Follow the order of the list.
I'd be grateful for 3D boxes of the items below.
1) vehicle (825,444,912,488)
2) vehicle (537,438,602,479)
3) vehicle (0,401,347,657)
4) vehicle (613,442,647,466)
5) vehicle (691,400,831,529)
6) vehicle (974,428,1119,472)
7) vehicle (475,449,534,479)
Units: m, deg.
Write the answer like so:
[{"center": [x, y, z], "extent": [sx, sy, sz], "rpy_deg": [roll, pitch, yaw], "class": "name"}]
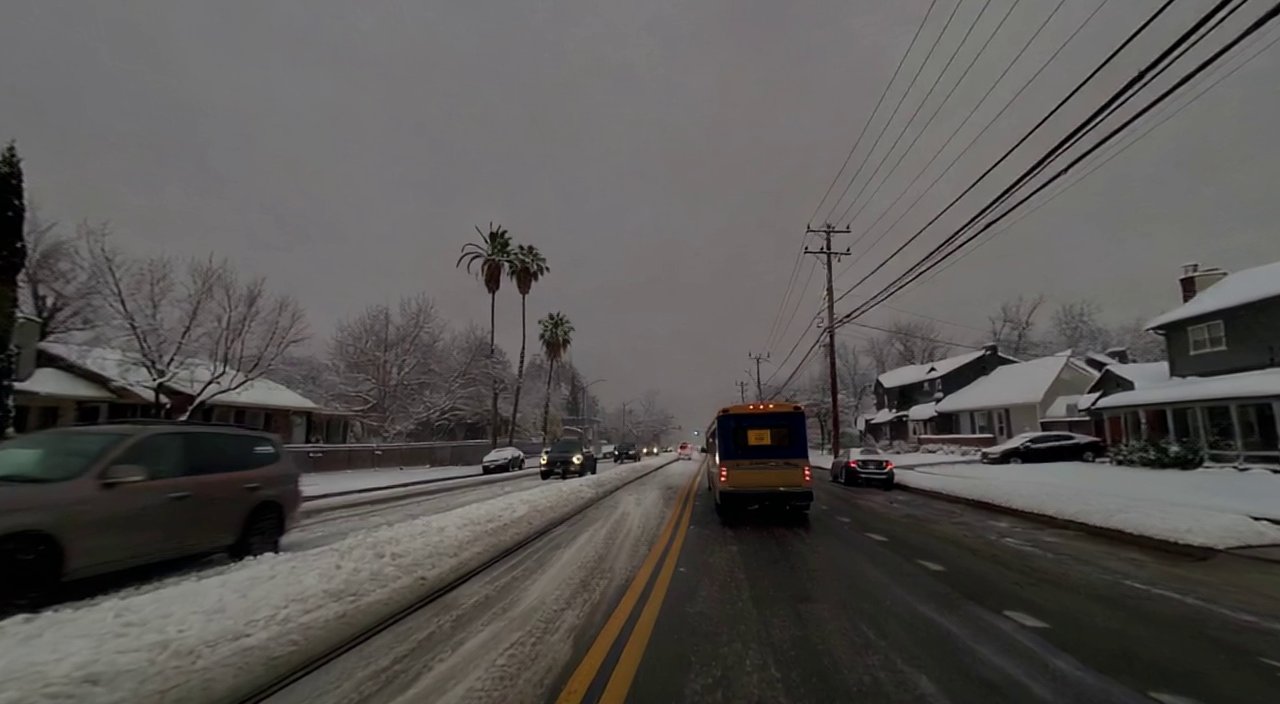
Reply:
[{"center": [8.347, 4.174, 23.442], "extent": [2.022, 1.456, 4.246], "rpy_deg": [-1, -8, 6], "class": "vehicle"}, {"center": [-3.093, 4.822, 28.732], "extent": [1.948, 1.706, 4.407], "rpy_deg": [-1, -8, 7], "class": "vehicle"}, {"center": [-5.098, 1.436, 5.954], "extent": [2.110, 1.676, 4.483], "rpy_deg": [-1, -8, 7], "class": "vehicle"}, {"center": [-0.677, 7.493, 46.565], "extent": [1.965, 1.653, 4.251], "rpy_deg": [-1, -8, 7], "class": "vehicle"}, {"center": [2.186, 2.132, 12.415], "extent": [2.168, 2.040, 4.527], "rpy_deg": [-1, -8, 6], "class": "vehicle"}, {"center": [17.975, 4.361, 28.140], "extent": [4.749, 1.699, 2.311], "rpy_deg": [-3, -7, 8], "class": "vehicle"}, {"center": [-7.725, 6.422, 36.347], "extent": [2.004, 1.441, 4.572], "rpy_deg": [-4, -9, 5], "class": "vehicle"}]
